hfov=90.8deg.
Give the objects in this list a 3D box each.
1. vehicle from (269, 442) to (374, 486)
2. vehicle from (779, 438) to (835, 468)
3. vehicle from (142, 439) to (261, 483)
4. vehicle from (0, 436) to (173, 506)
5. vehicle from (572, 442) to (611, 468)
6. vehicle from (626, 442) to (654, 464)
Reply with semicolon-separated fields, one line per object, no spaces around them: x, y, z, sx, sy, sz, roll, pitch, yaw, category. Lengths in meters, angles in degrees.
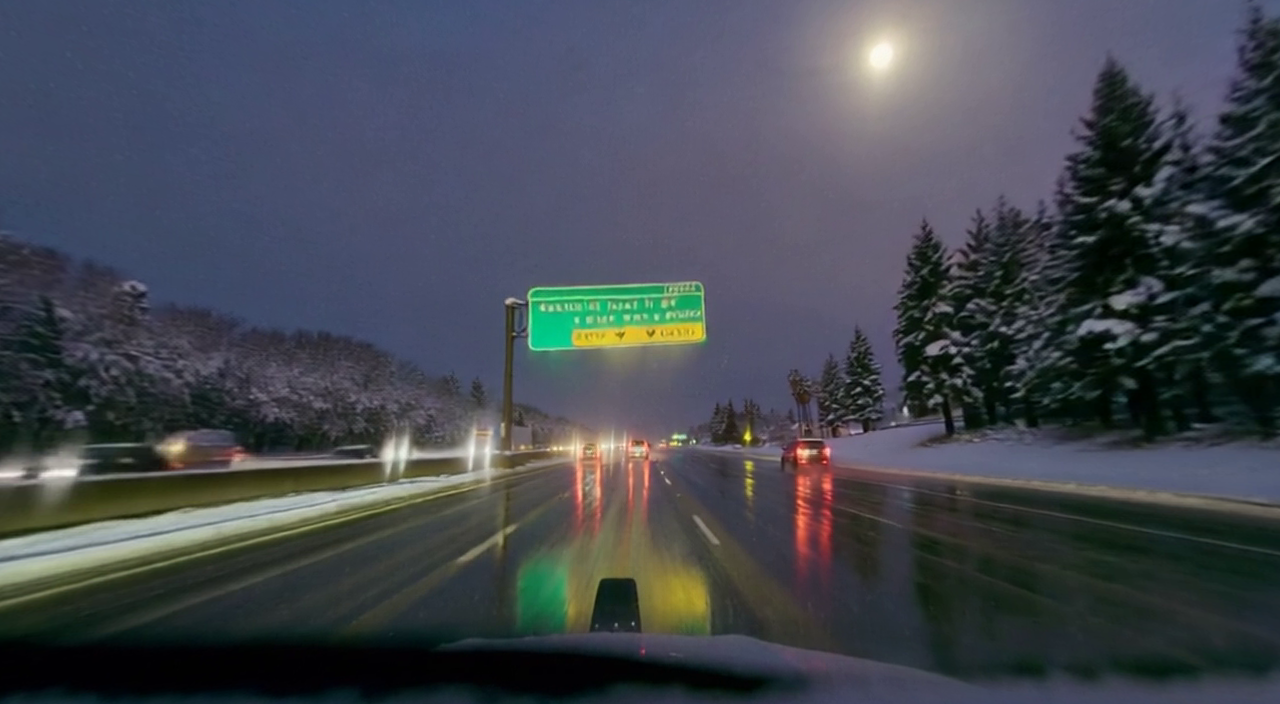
-12.804;4.504;25.794;2.000;1.600;4.430;-1;-8;0;vehicle
10.142;6.143;38.685;2.130;1.703;4.572;-1;-8;0;vehicle
-19.330;4.793;28.141;1.981;1.760;4.557;-1;-8;0;vehicle
-15.996;3.272;17.831;2.053;1.706;4.602;-1;-8;0;vehicle
-3.150;6.789;41.806;2.154;1.530;4.519;-1;-8;1;vehicle
0.009;7.417;46.435;1.977;1.513;3.546;-1;-8;1;vehicle
